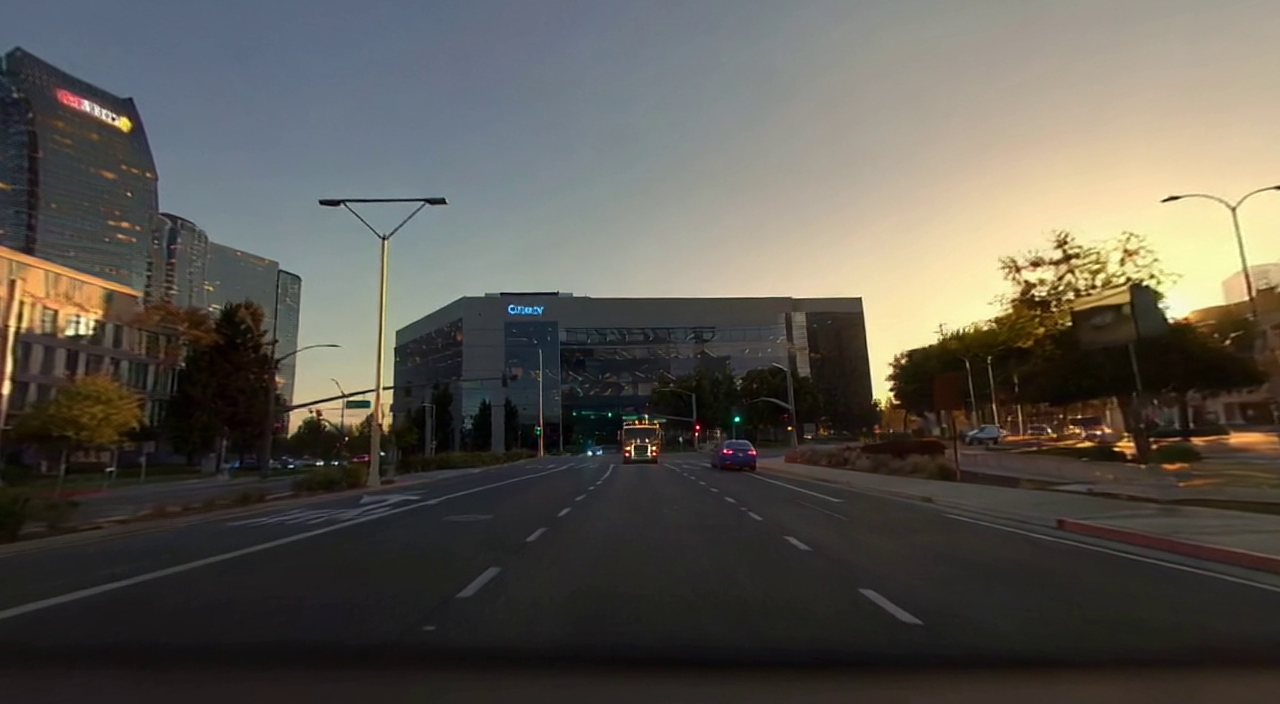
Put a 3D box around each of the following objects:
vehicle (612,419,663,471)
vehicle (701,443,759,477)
[{"bbox_3d":[-0.161,5.672,38.451,2.833,2.879,6.572,0,-8,0],"label":"vehicle"},{"bbox_3d":[4.229,5.140,30.336,2.005,1.442,4.675,0,-8,-1],"label":"vehicle"}]
